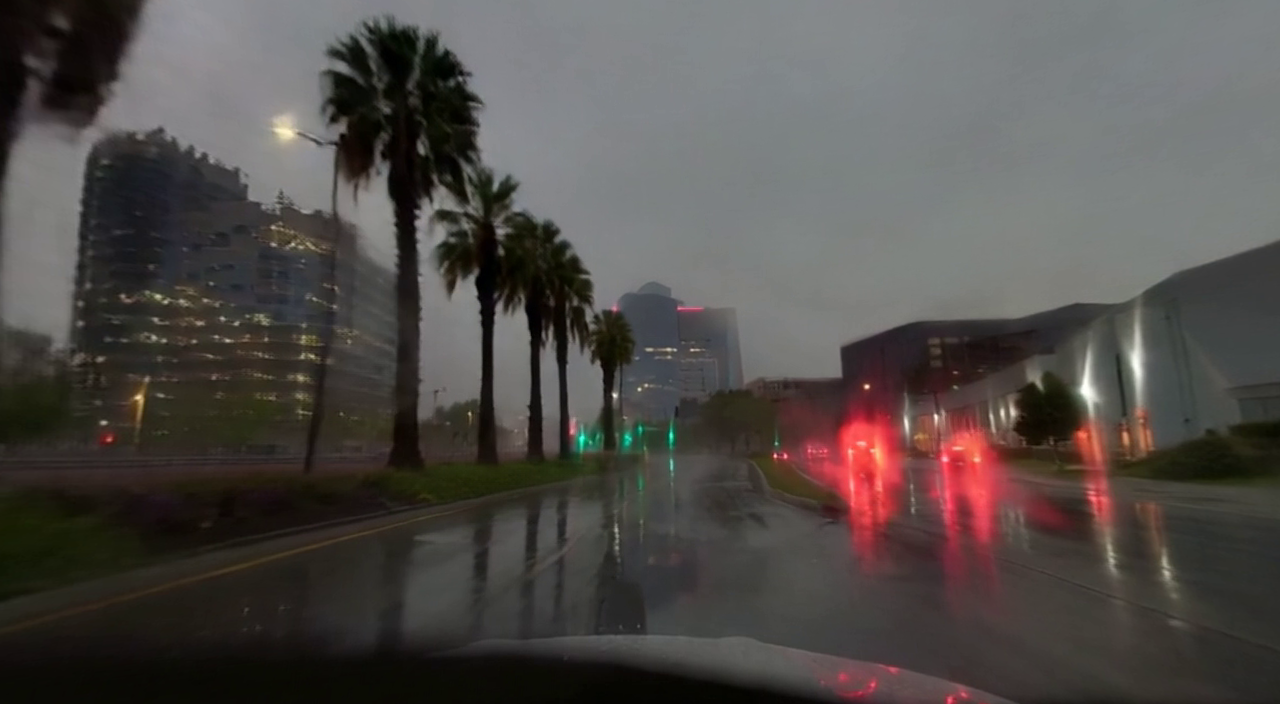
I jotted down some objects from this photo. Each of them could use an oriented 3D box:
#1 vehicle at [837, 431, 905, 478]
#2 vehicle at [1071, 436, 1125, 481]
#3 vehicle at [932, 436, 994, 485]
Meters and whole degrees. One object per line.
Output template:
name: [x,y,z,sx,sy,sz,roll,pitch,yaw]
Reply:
vehicle: [11.628,5.141,31.878,1.813,2.150,3.038,2,-7,-13]
vehicle: [33.817,7.929,46.497,2.645,2.817,3.475,-11,-19,37]
vehicle: [16.045,5.395,31.408,2.219,2.342,1.744,-1,-10,10]
